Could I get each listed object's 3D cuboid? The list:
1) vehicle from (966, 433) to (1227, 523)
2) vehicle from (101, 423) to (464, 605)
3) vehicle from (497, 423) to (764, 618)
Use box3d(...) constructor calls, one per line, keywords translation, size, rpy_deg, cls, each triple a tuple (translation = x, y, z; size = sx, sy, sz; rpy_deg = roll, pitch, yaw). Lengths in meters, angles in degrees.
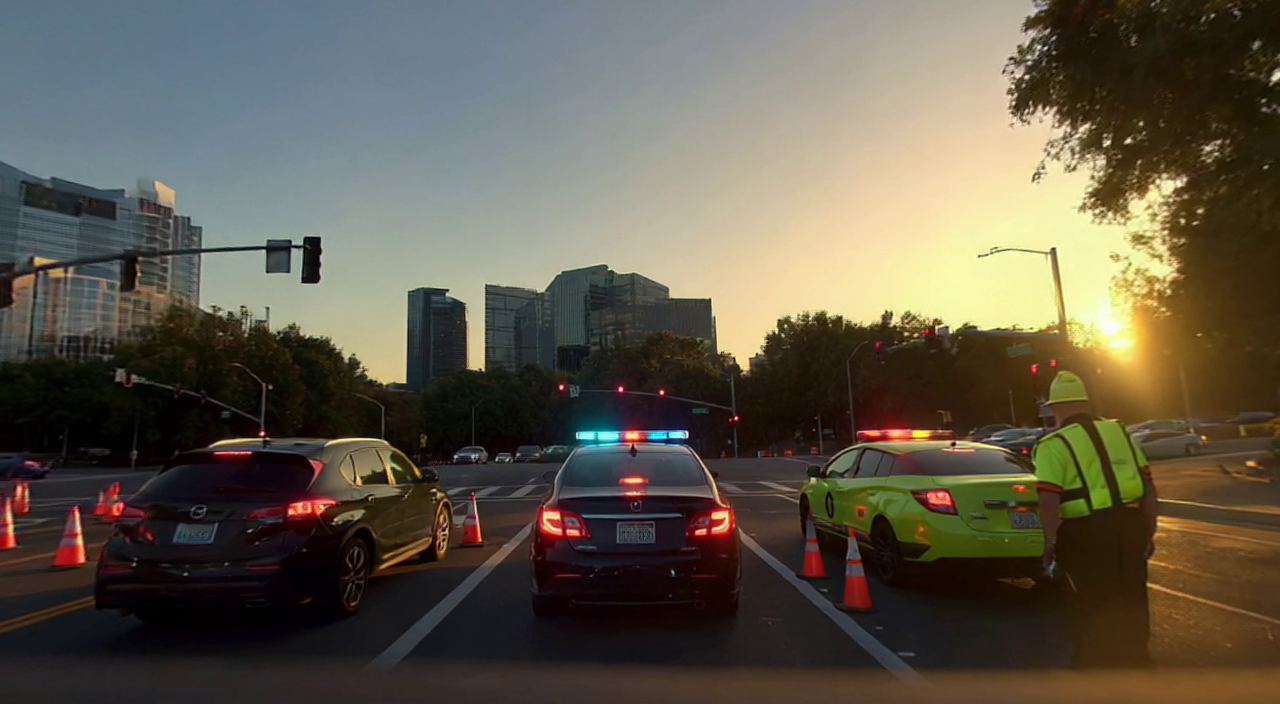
box3d(translation=(9.368, 2.590, 13.589), size=(1.957, 1.576, 4.670), rpy_deg=(0, -9, -3), cls="vehicle")
box3d(translation=(-3.600, 1.676, 7.400), size=(1.863, 1.526, 4.006), rpy_deg=(0, -8, 1), cls="vehicle")
box3d(translation=(-0.116, 1.627, 7.096), size=(2.061, 1.486, 4.332), rpy_deg=(0, -8, -1), cls="vehicle")
